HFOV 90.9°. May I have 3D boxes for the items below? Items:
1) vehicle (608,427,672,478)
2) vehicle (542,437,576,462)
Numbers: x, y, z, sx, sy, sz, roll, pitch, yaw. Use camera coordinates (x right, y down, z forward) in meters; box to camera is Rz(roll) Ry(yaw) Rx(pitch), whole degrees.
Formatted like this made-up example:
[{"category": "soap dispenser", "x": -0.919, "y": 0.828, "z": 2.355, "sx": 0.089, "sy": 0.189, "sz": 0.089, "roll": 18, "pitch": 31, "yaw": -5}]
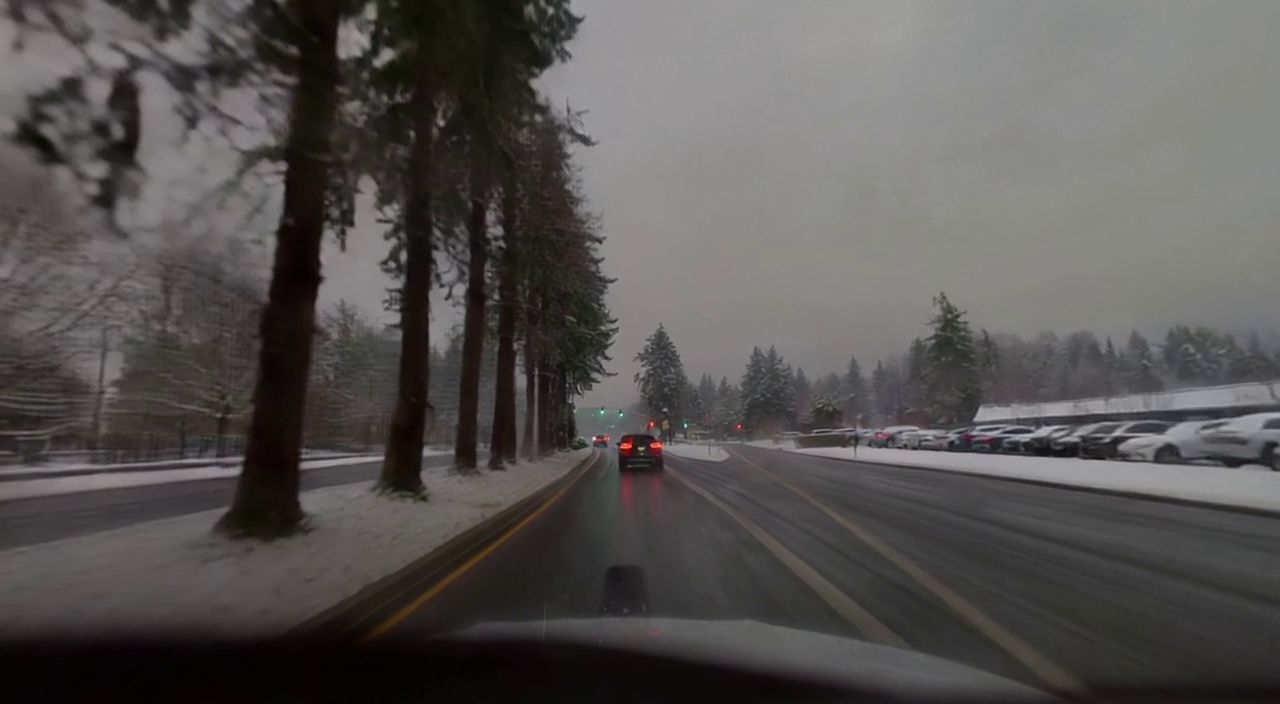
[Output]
[{"category": "vehicle", "x": -0.067, "y": 3.673, "z": 23.128, "sx": 2.135, "sy": 1.691, "sz": 3.884, "roll": 0, "pitch": -8, "yaw": -2}, {"category": "vehicle", "x": -5.348, "y": 6.480, "z": 41.981, "sx": 1.950, "sy": 1.563, "sz": 3.727, "roll": 0, "pitch": -8, "yaw": -2}]
